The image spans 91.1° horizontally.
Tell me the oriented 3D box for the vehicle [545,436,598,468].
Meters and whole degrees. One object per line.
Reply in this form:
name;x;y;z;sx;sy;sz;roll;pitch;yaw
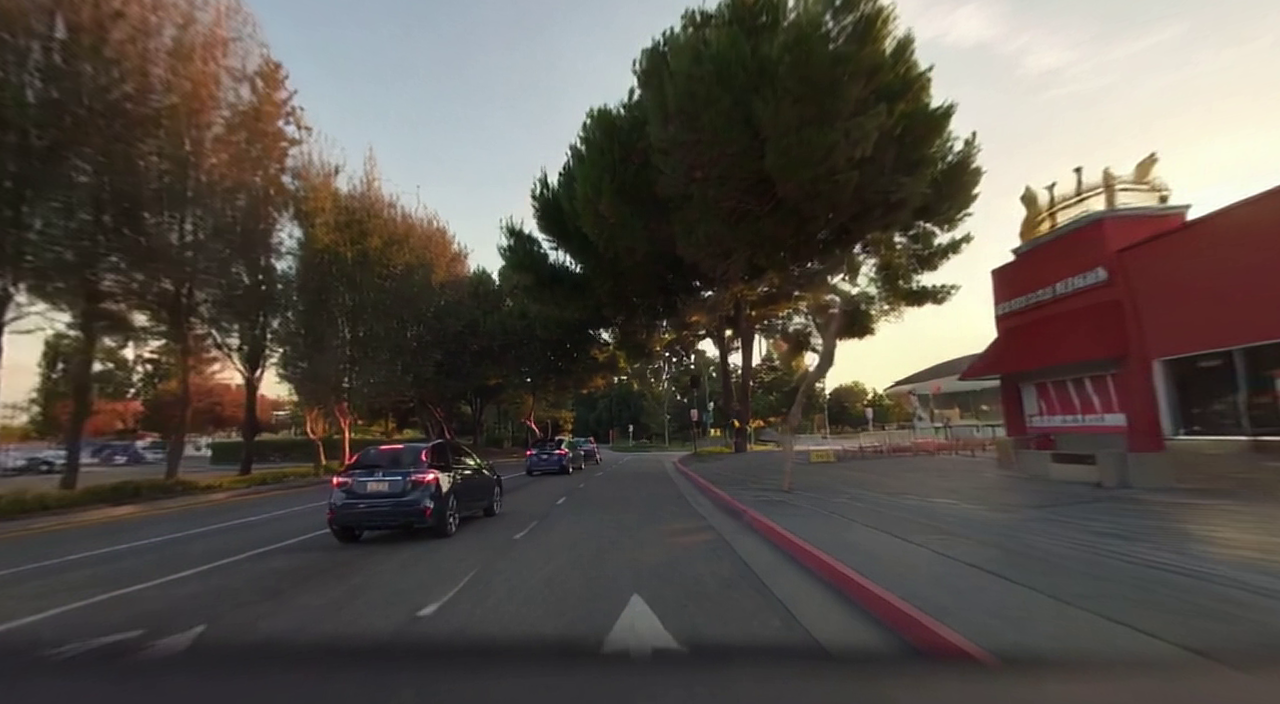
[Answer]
vehicle;-3.208;4.753;30.173;1.962;1.424;4.289;0;-8;2

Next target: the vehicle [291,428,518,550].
vehicle;-3.313;1.973;9.933;1.853;1.478;4.381;0;-8;1
